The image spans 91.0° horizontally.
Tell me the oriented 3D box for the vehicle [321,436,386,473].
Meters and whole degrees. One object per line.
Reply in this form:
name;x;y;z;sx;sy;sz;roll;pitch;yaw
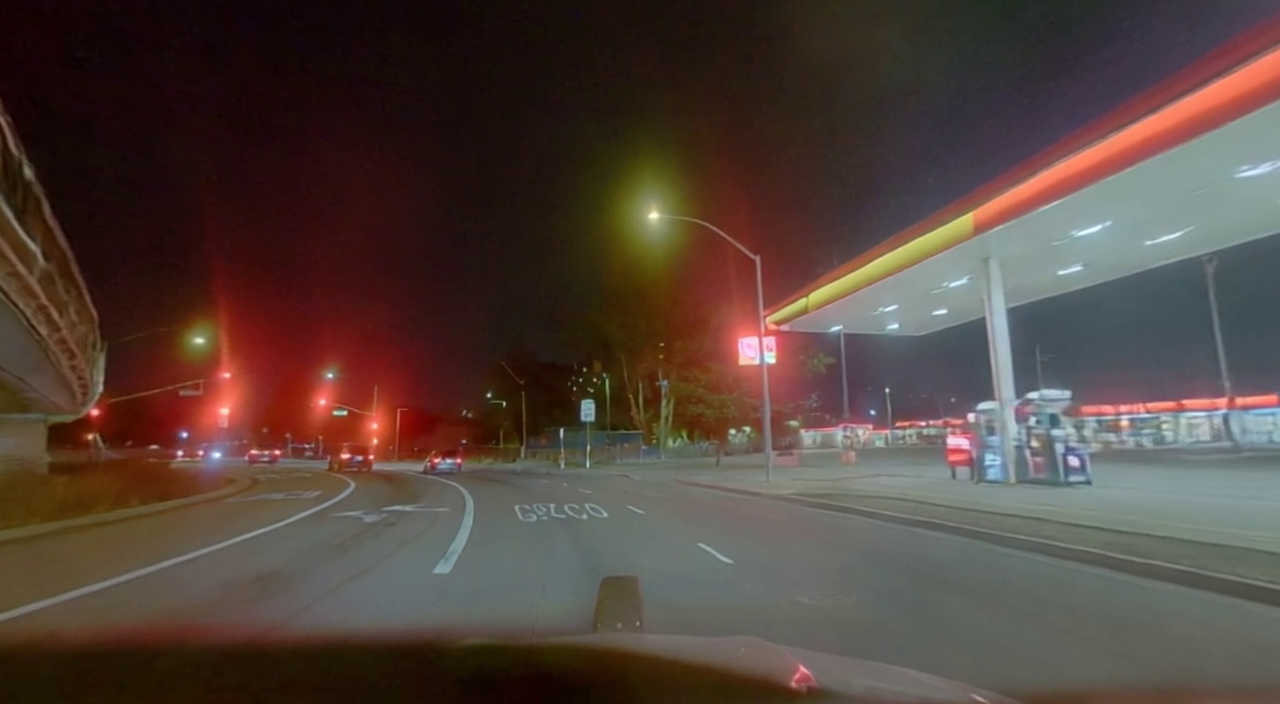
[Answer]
vehicle;-17.046;6.049;37.314;2.254;2.006;4.766;7;-11;-38

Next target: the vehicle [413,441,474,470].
vehicle;-13.694;7.129;43.698;2.202;1.822;4.826;7;-11;-40

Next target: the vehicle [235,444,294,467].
vehicle;-29.393;8.057;49.202;4.546;1.650;1.940;-5;-10;31
